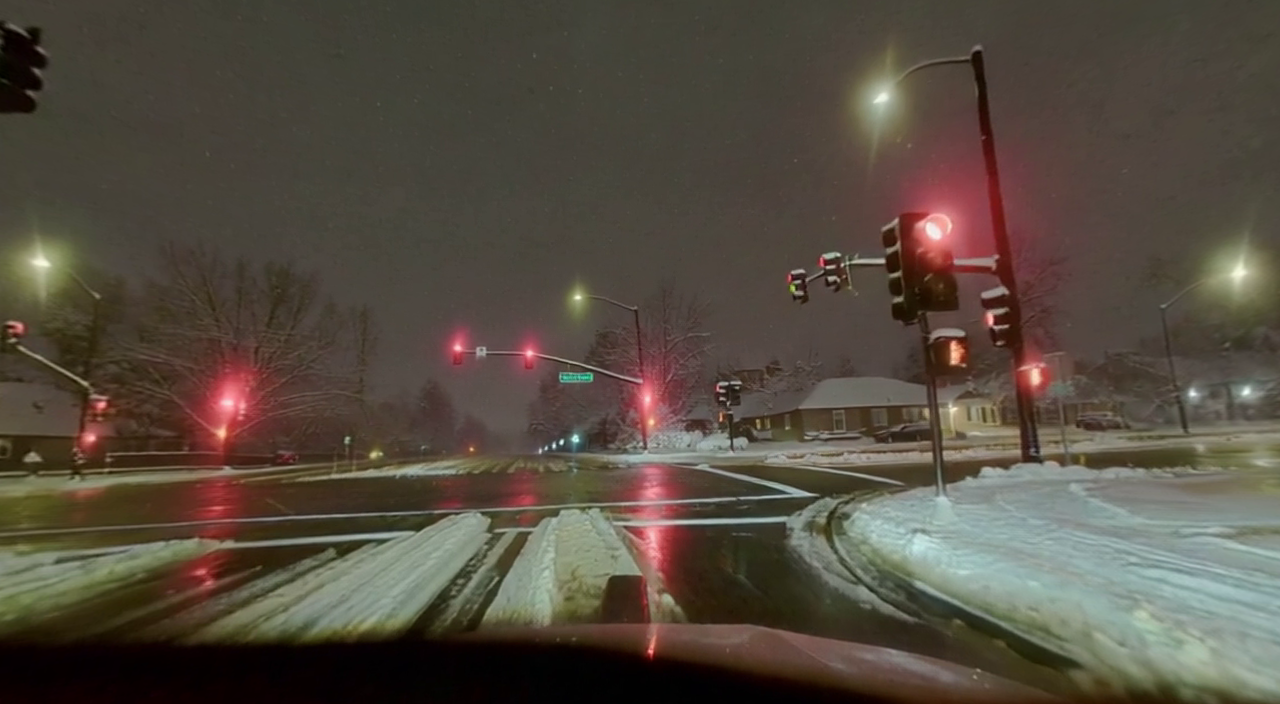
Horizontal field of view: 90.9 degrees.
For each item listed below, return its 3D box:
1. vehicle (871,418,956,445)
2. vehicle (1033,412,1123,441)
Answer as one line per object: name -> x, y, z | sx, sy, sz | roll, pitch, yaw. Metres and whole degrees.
vehicle -> 18.053, 5.286, 41.746 | 4.681, 1.712, 1.976 | 0, -8, -4
vehicle -> 29.649, 5.083, 42.729 | 4.605, 1.823, 2.006 | 1, -9, -4
